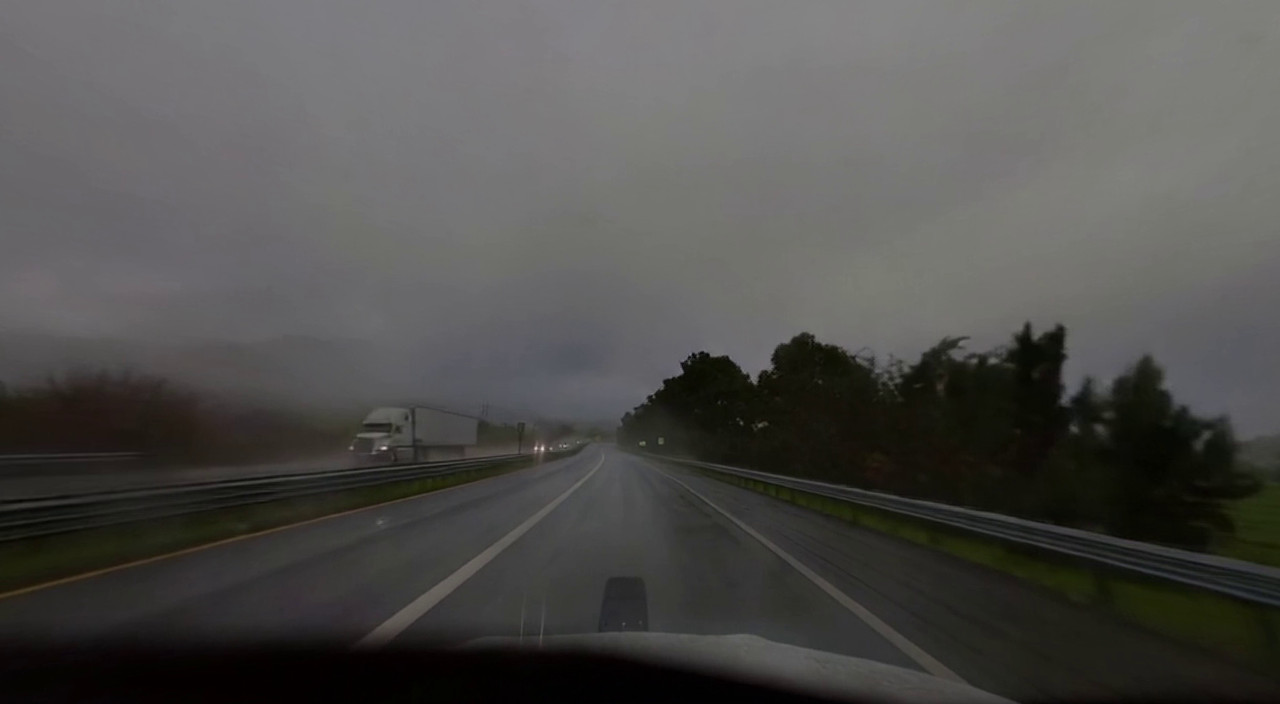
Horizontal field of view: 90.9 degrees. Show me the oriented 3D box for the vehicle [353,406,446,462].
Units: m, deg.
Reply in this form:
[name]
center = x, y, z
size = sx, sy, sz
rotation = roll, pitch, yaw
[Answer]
[vehicle]
center = -17.081, 6.081, 45.723
size = 2.903, 3.554, 10.284
rotation = 0, -9, -1
